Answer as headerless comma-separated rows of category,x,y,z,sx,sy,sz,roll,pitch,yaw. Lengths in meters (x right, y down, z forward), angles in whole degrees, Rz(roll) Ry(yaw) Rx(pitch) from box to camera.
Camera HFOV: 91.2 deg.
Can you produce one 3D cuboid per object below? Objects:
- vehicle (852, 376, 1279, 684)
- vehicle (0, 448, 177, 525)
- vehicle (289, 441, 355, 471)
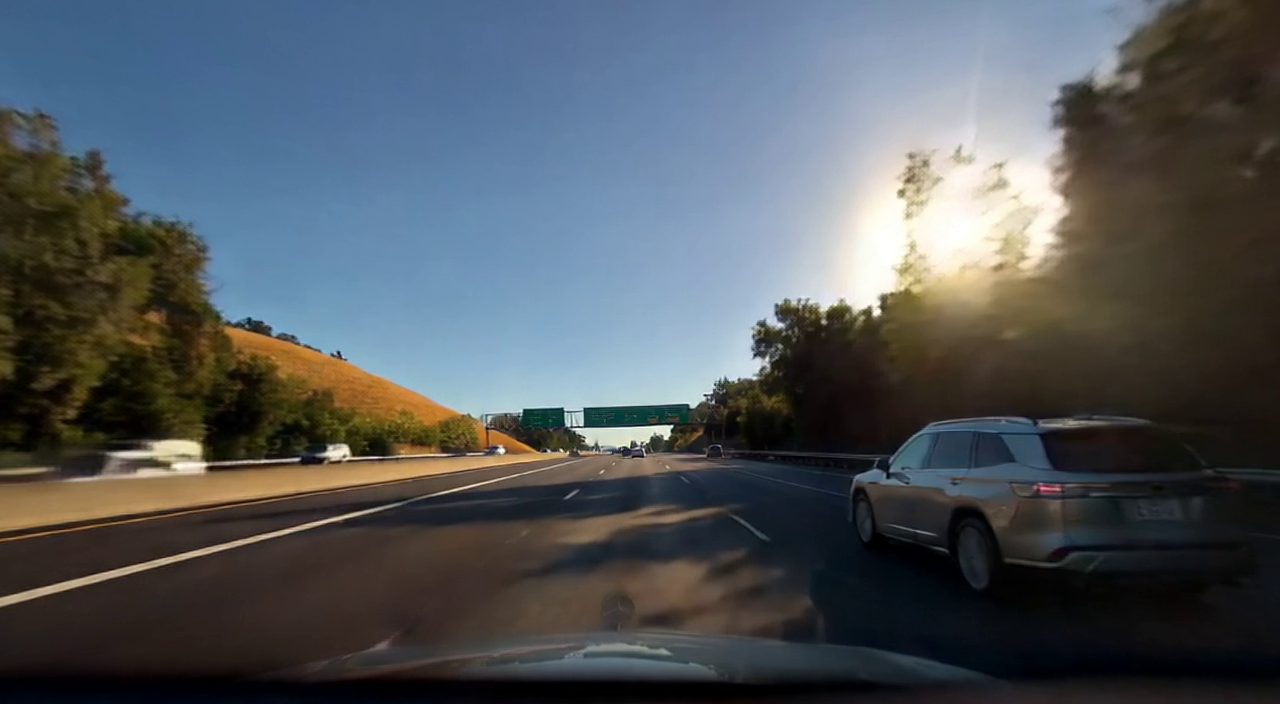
vehicle,3.604,1.318,5.702,1.784,1.733,4.141,0,-9,-1
vehicle,-10.784,2.423,11.753,1.557,1.199,3.465,0,-9,0
vehicle,-21.959,7.213,43.557,2.017,1.959,4.838,0,-9,0
